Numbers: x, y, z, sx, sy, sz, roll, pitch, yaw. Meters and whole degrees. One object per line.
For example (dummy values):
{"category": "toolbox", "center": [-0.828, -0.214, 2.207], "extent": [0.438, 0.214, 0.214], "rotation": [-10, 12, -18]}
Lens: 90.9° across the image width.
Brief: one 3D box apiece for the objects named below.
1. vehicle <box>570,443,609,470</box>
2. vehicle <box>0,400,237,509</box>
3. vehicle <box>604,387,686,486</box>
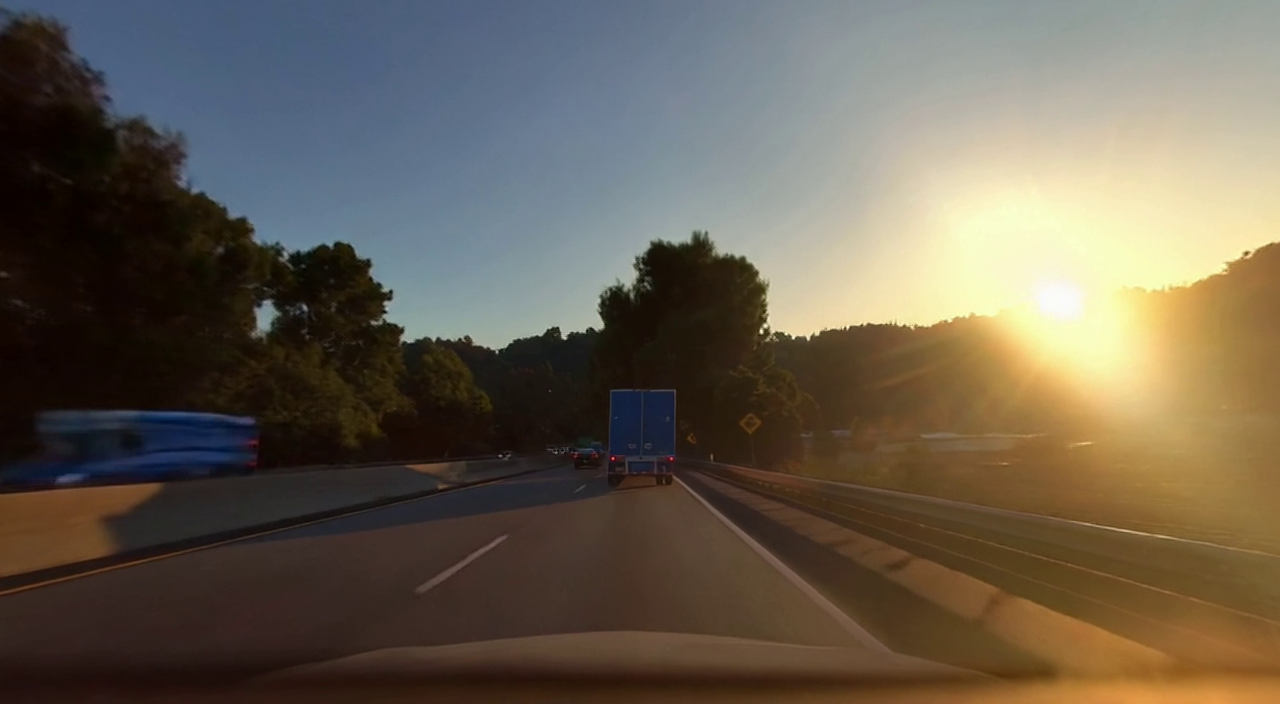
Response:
{"category": "vehicle", "center": [-3.346, 7.029, 42.458], "extent": [2.160, 1.661, 4.388], "rotation": [0, -9, 1]}
{"category": "vehicle", "center": [-15.078, 3.010, 18.678], "extent": [2.288, 2.708, 5.765], "rotation": [0, -9, 0]}
{"category": "vehicle", "center": [0.079, 3.712, 27.111], "extent": [2.913, 3.530, 8.648], "rotation": [0, -9, -1]}
